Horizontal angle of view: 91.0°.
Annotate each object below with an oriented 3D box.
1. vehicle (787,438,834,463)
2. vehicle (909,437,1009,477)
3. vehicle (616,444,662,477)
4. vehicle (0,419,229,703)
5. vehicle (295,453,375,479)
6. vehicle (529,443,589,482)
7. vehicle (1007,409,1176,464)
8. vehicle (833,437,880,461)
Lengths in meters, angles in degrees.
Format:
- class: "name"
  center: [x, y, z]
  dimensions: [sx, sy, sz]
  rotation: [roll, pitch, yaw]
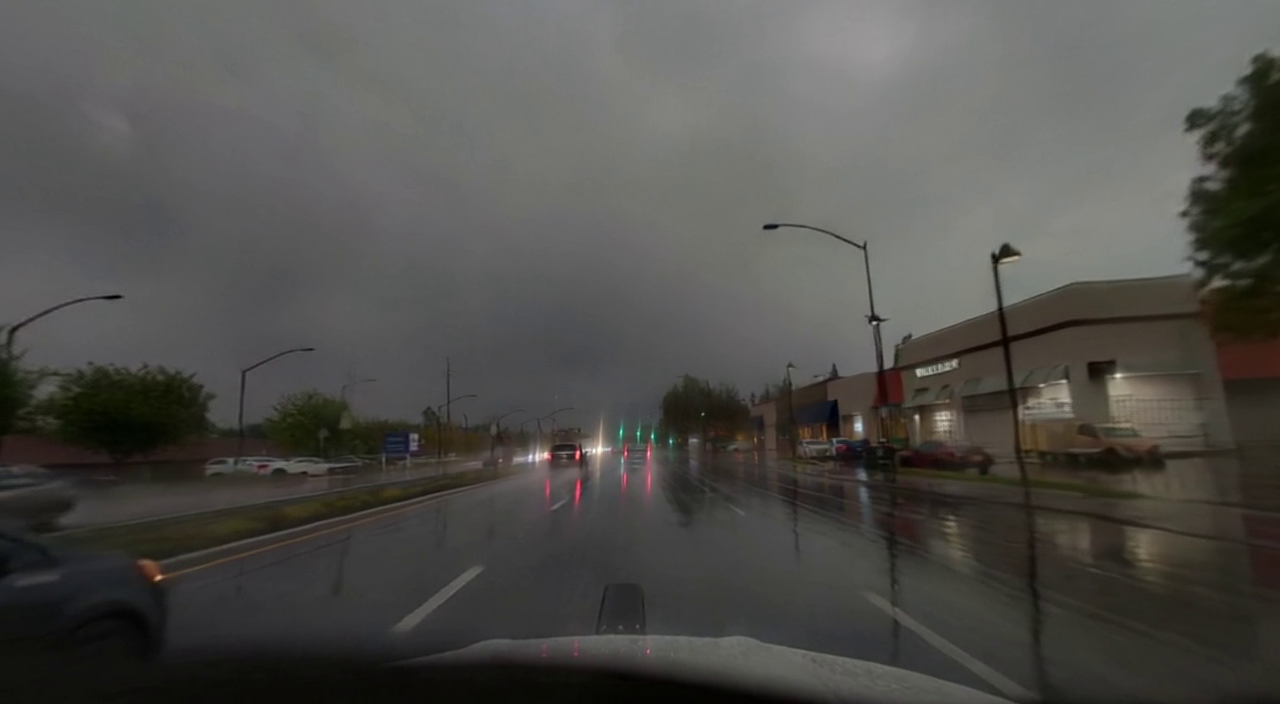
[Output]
- class: "vehicle"
  center: [13.003, 7.545, 48.435]
  dimensions: [2.072, 1.769, 5.000]
  rotation: [0, -9, -2]
- class: "vehicle"
  center: [13.324, 4.388, 26.656]
  dimensions: [1.914, 1.523, 4.747]
  rotation: [0, -9, 2]
- class: "vehicle"
  center: [-0.075, 5.065, 29.675]
  dimensions: [2.019, 1.459, 4.005]
  rotation: [0, -9, 0]
- class: "vehicle"
  center: [-3.646, 0.911, 1.789]
  dimensions: [2.003, 1.488, 4.282]
  rotation: [0, -9, 1]
- class: "vehicle"
  center: [-22.512, 8.398, 46.583]
  dimensions: [4.798, 1.823, 2.010]
  rotation: [-1, -9, 3]
- class: "vehicle"
  center: [-3.305, 4.632, 26.617]
  dimensions: [1.939, 1.496, 4.309]
  rotation: [0, -9, 0]
- class: "vehicle"
  center: [19.980, 3.828, 28.253]
  dimensions: [5.511, 2.262, 2.351]
  rotation: [-2, -9, 15]
- class: "vehicle"
  center: [16.240, 7.306, 47.412]
  dimensions: [1.930, 1.713, 4.756]
  rotation: [0, -9, 1]
